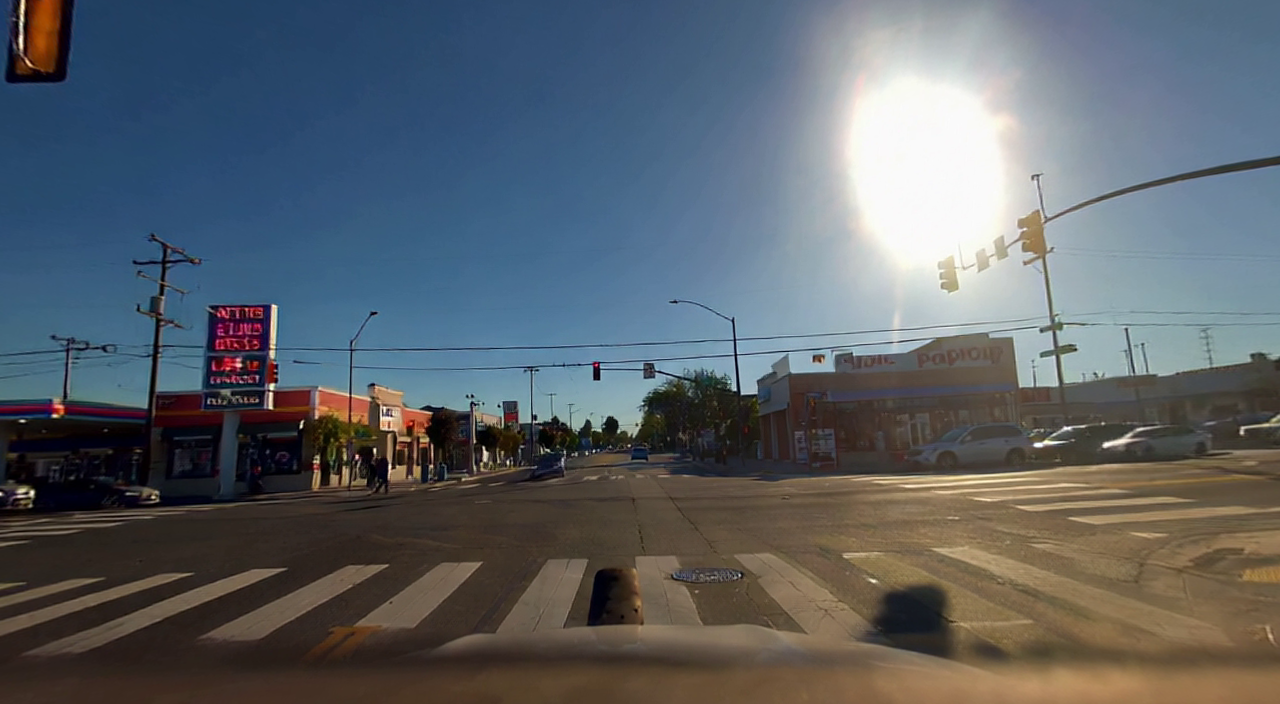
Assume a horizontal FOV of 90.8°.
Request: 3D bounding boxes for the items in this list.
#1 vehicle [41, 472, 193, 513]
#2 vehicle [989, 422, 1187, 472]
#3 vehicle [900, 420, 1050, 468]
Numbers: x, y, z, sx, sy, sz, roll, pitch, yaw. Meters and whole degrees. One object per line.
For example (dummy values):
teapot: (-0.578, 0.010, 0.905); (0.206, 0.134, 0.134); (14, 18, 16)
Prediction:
vehicle: (-21.163, 5.678, 25.653); (4.676, 1.463, 1.909); (-1, -8, 6)
vehicle: (14.354, 3.098, 20.626); (4.835, 1.487, 1.913); (-4, -9, 20)
vehicle: (13.013, 3.652, 24.948); (4.916, 1.730, 1.986); (-4, -9, 21)
